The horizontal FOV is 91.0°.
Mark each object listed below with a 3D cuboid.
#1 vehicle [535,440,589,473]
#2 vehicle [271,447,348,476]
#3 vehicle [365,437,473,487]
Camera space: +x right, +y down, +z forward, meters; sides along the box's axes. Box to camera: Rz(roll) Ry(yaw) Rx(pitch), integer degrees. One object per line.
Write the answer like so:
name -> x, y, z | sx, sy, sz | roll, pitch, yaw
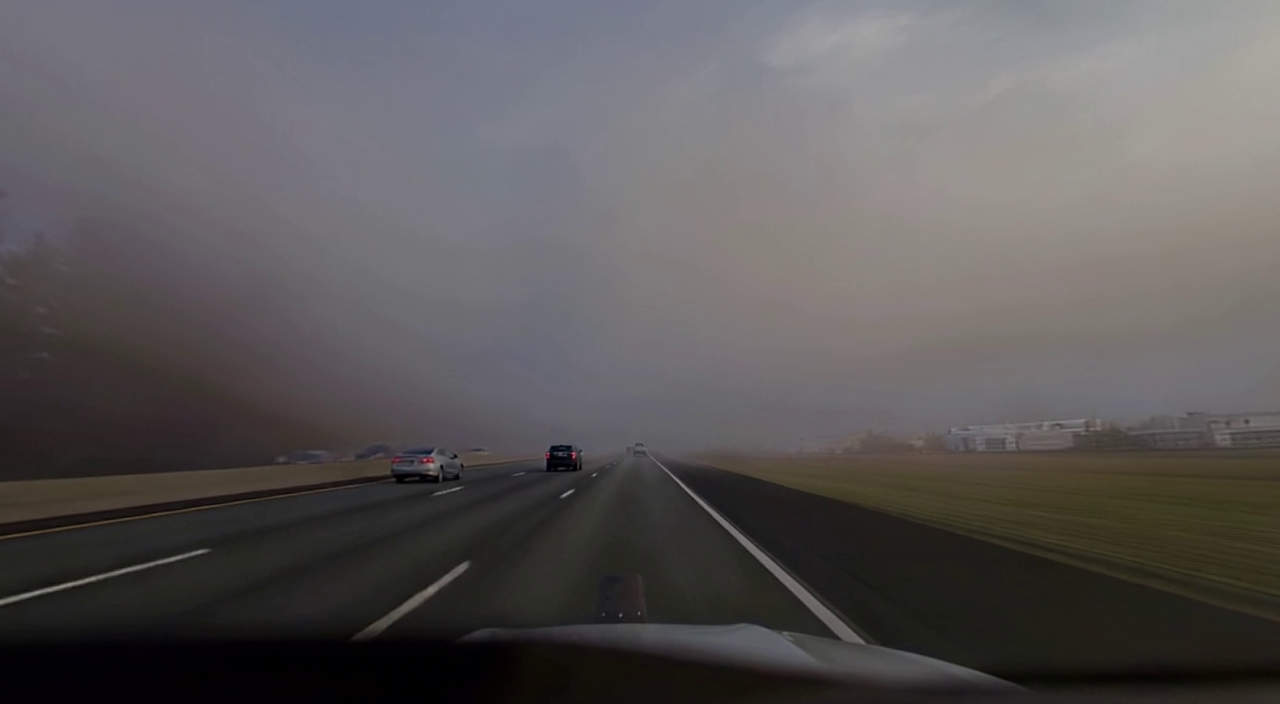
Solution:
vehicle -> -3.954, 5.383, 32.671 | 2.083, 1.588, 4.801 | 0, -9, 1
vehicle -> -18.926, 6.263, 36.340 | 1.959, 1.514, 4.519 | 0, -9, 1
vehicle -> -7.534, 3.786, 22.011 | 2.034, 1.523, 4.627 | 0, -9, 1
